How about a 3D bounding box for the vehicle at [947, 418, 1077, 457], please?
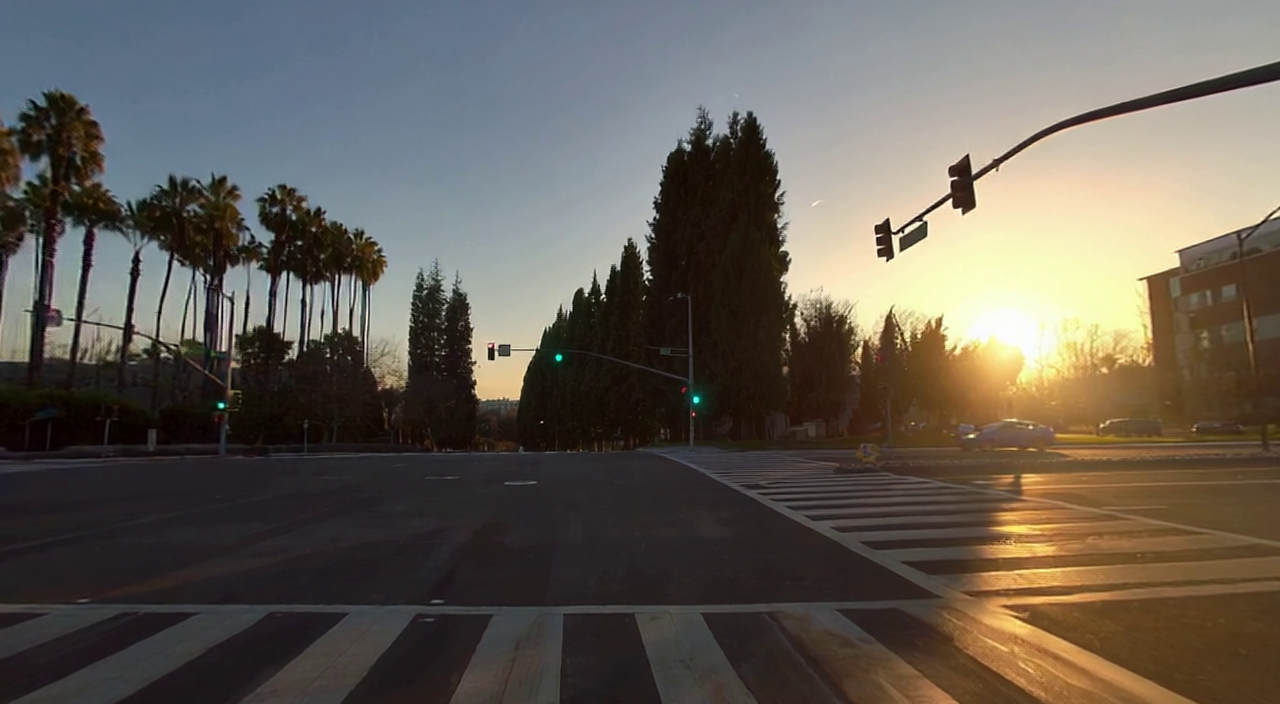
[{"bbox_3d":[17.490,4.048,29.675,4.820,1.751,2.050,0,-8,-1],"label":"vehicle"}]
